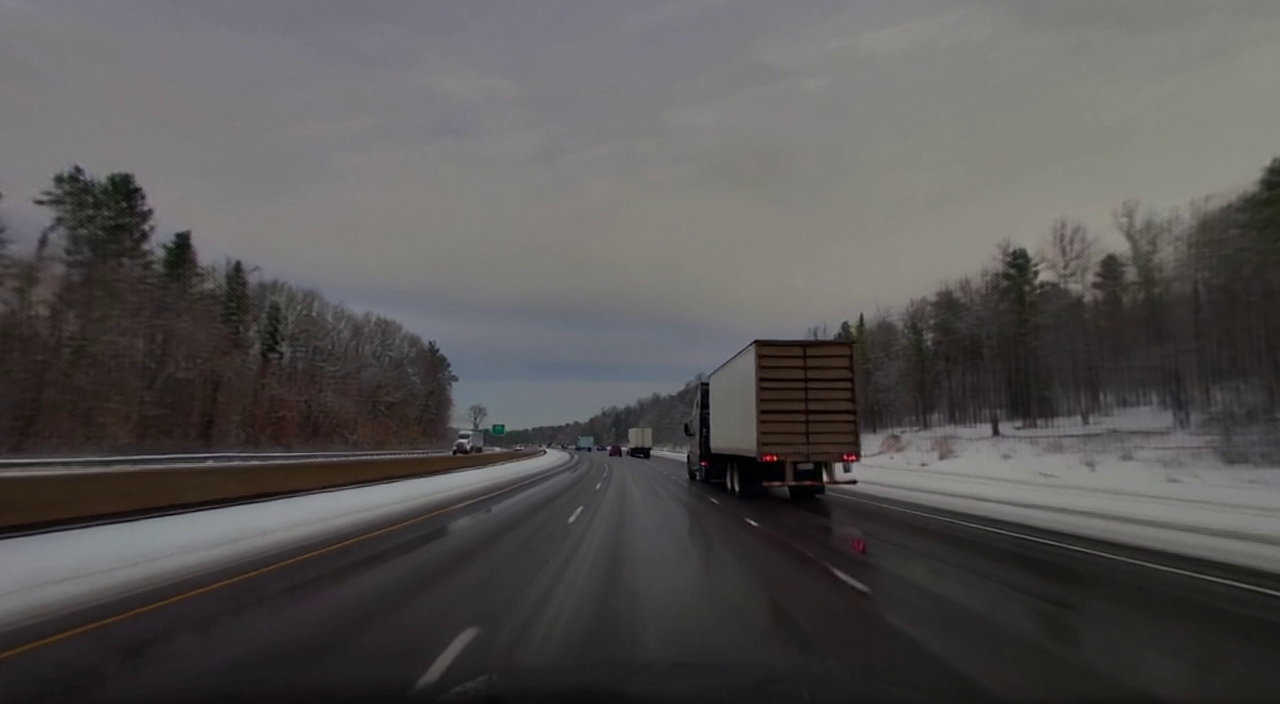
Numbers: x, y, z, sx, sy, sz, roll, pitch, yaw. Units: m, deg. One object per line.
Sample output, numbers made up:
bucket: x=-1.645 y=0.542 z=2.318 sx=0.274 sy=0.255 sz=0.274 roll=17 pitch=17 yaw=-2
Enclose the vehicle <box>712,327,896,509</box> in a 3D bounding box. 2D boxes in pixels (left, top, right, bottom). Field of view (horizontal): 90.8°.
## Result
vehicle: x=4.104 y=2.082 z=18.247 sx=2.826 sy=4.035 sz=8.369 roll=0 pitch=-9 yaw=-1
